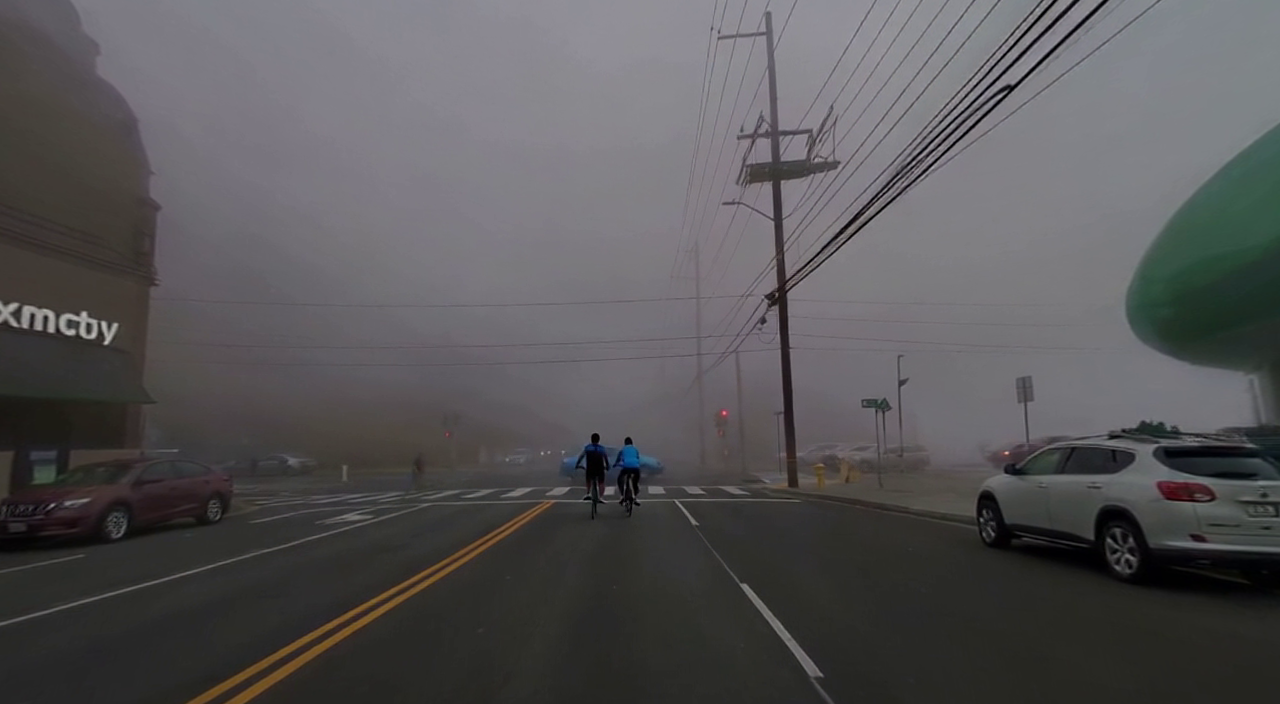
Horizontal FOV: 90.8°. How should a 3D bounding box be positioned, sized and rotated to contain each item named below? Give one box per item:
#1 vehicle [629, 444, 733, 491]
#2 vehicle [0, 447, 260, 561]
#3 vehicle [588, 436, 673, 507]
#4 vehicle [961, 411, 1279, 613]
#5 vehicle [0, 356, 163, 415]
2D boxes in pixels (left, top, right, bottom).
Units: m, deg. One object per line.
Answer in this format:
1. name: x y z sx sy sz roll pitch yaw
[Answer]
1. vehicle: 1.885 4.986 27.733 2.287 1.832 4.961 -6 -10 34
2. vehicle: -10.219 2.835 12.732 2.075 1.816 4.900 0 -8 -1
3. vehicle: -0.218 3.372 18.292 2.190 1.783 4.048 0 -8 1
4. vehicle: 5.825 1.671 7.492 1.873 1.714 3.979 0 -8 -1
5. vehicle: -17.098 1.049 19.205 3.685 1.584 1.708 1 -9 -3
